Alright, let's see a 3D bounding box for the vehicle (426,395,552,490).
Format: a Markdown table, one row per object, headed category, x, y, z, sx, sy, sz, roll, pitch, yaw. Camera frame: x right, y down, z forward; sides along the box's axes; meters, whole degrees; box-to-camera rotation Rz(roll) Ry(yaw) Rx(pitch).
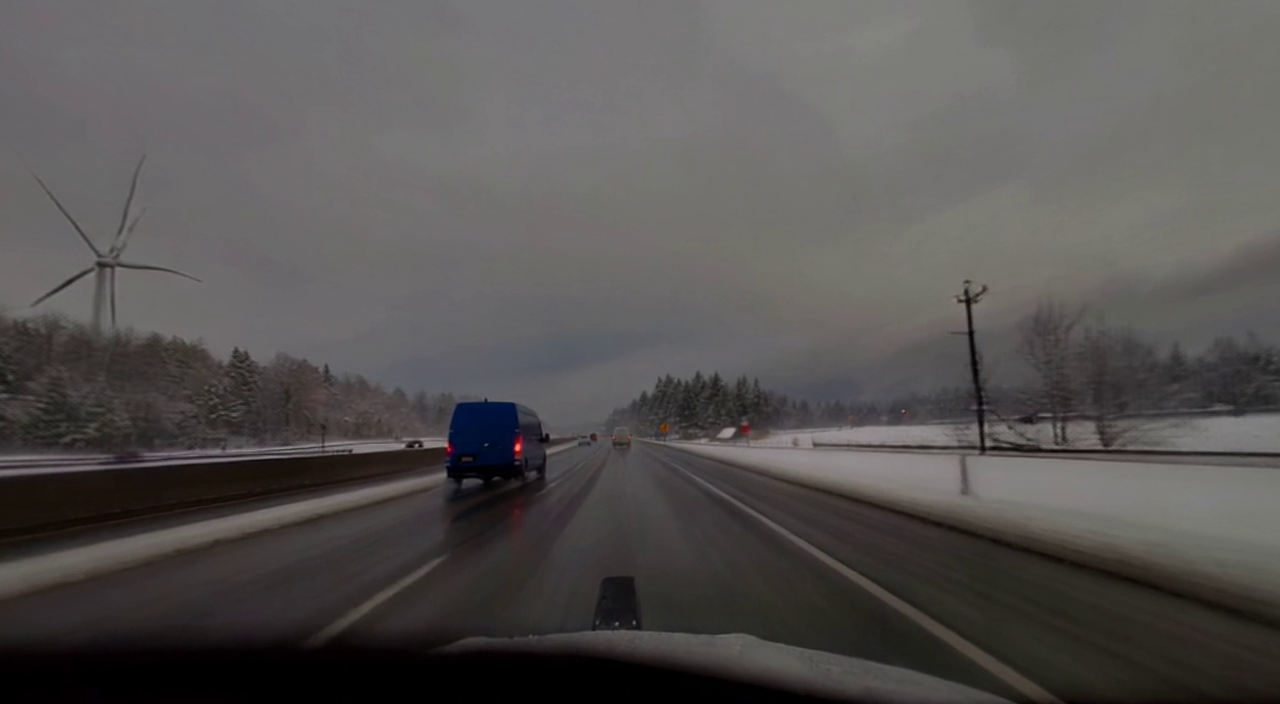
| category | x | y | z | sx | sy | sz | roll | pitch | yaw |
| --- | --- | --- | --- | --- | --- | --- | --- | --- | --- |
| vehicle | -4.052 | 2.554 | 17.981 | 2.303 | 2.323 | 5.089 | 0 | -8 | 0 |
